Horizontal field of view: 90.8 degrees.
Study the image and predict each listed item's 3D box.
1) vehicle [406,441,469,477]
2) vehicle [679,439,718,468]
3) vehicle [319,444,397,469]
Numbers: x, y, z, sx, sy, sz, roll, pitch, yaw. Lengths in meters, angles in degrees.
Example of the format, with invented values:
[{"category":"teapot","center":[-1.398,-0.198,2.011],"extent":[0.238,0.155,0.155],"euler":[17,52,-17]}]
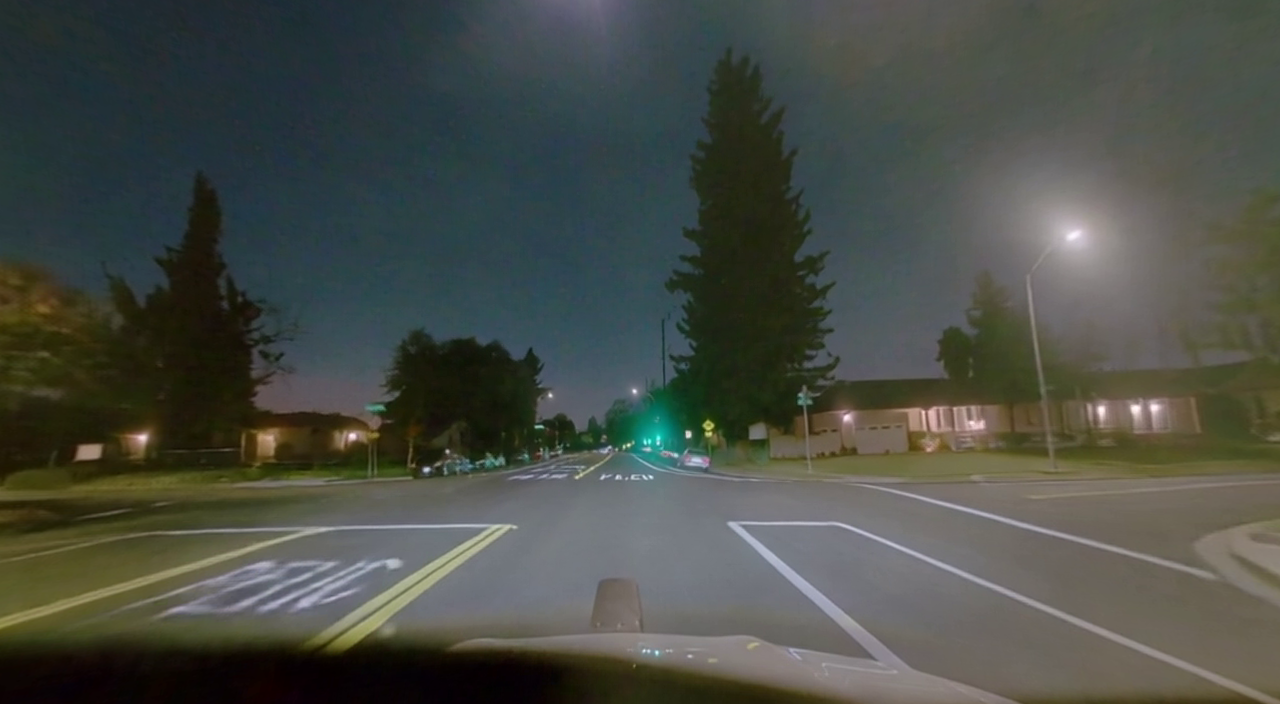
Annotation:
[{"category":"vehicle","center":[-12.183,6.468,38.497],"extent":[2.199,1.988,5.454],"euler":[0,-9,-2]},{"category":"vehicle","center":[3.783,6.670,41.658],"extent":[2.027,1.751,4.433],"euler":[0,-9,-2]},{"category":"vehicle","center":[-19.465,7.232,43.774],"extent":[4.450,1.677,2.027],"euler":[0,-9,-3]}]
